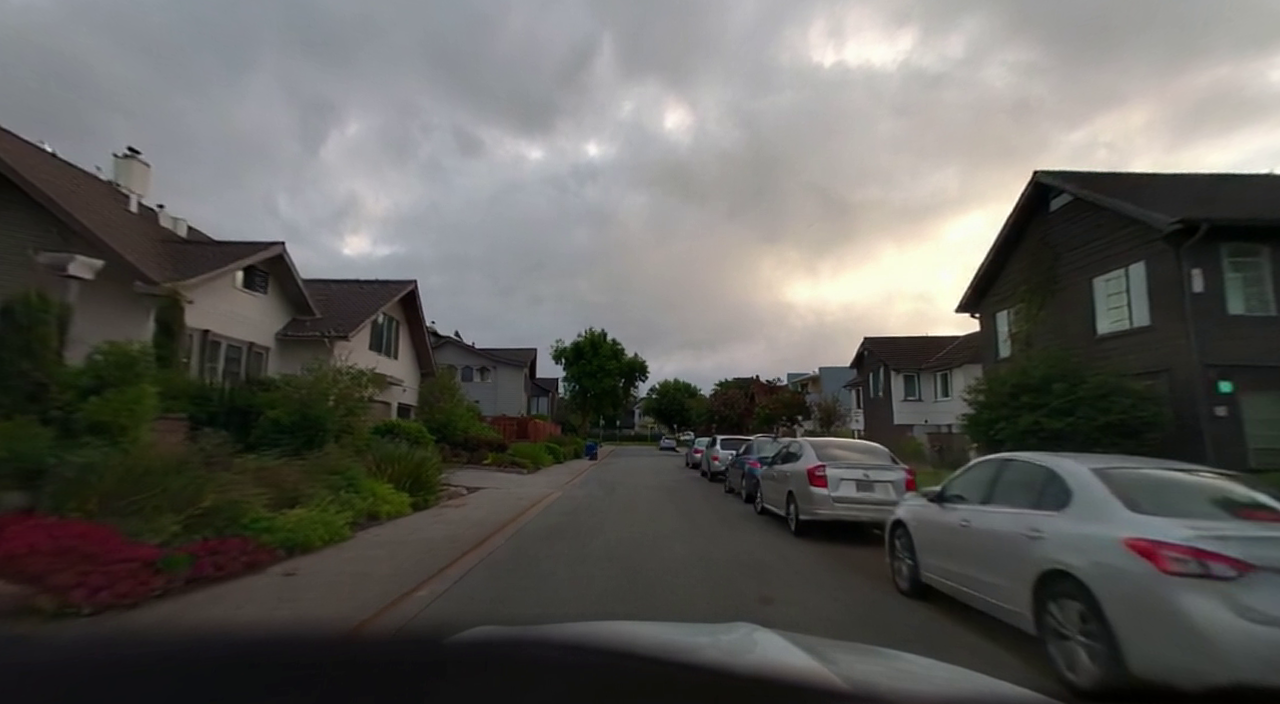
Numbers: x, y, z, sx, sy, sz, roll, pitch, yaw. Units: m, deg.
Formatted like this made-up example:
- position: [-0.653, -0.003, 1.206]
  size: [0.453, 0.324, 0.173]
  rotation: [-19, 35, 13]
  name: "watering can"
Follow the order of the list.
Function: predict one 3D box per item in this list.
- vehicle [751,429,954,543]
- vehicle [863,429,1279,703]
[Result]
- position: [3.136, 2.009, 10.176]
  size: [2.036, 1.510, 3.505]
  rotation: [0, -7, 0]
  name: "vehicle"
- position: [3.238, 1.303, 4.541]
  size: [1.759, 1.464, 3.993]
  rotation: [0, -7, 0]
  name: "vehicle"
